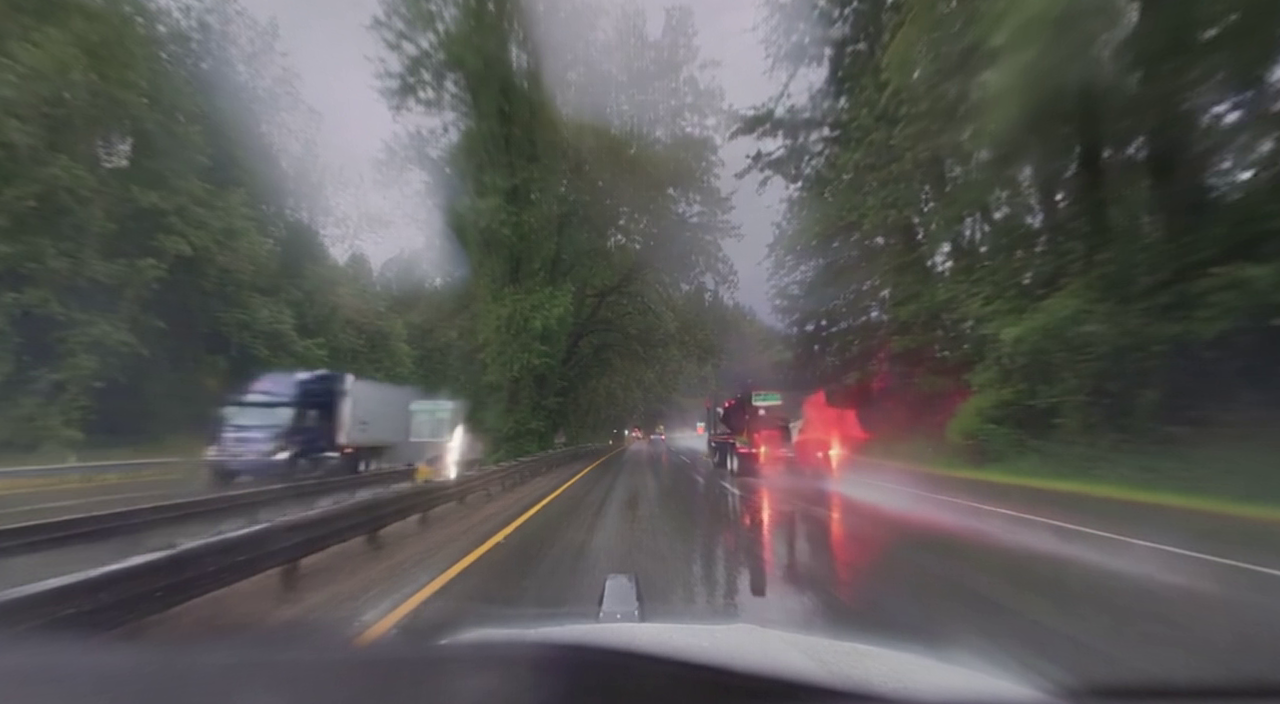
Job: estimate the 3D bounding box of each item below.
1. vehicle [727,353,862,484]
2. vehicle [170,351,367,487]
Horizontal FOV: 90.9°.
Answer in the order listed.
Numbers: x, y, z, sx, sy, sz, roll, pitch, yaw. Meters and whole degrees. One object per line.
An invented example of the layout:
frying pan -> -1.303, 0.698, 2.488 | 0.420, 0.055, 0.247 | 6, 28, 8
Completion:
vehicle -> 4.302, 2.027, 18.738 | 2.749, 3.357, 4.979 | 0, -8, 1
vehicle -> -12.170, 2.340, 21.453 | 3.013, 3.979, 5.795 | 0, -8, 0
